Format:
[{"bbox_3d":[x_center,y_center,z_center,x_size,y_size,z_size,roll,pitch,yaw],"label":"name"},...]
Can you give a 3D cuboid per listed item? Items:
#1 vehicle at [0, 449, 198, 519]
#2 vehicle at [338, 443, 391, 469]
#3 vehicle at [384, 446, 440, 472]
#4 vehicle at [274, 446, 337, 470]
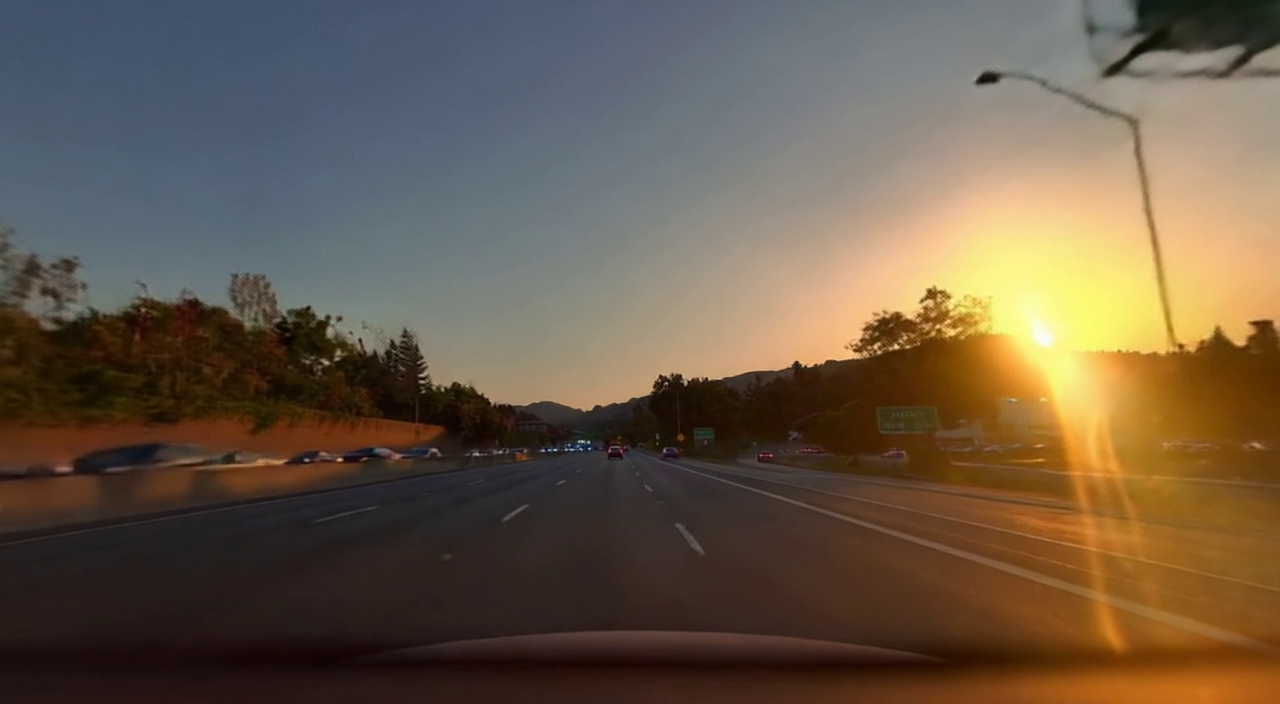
[{"bbox_3d":[-13.219,3.108,15.396,1.881,1.427,4.211,0,-9,-1],"label":"vehicle"},{"bbox_3d":[-20.421,7.700,47.013,1.926,1.769,4.800,0,-9,-2],"label":"vehicle"},{"bbox_3d":[-13.806,6.505,38.530,1.903,1.484,4.320,0,-9,-1],"label":"vehicle"},{"bbox_3d":[-24.275,7.704,46.069,2.085,1.655,4.713,0,-9,-2],"label":"vehicle"}]
